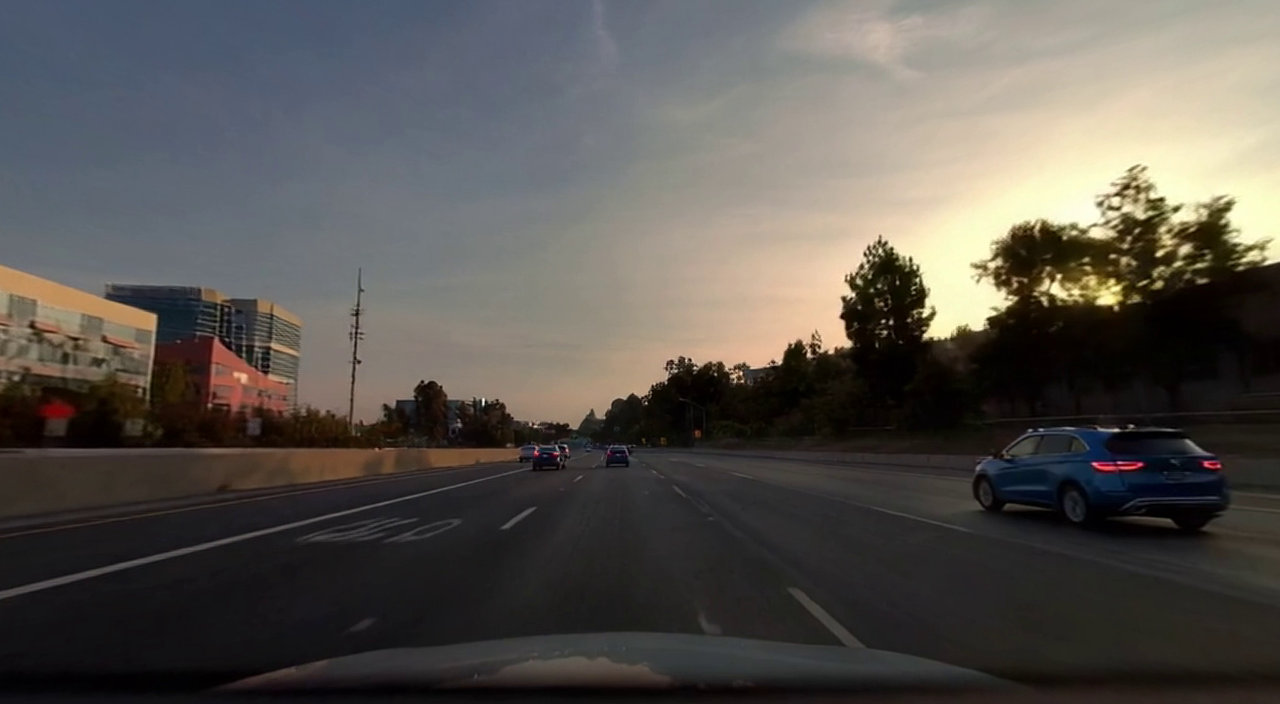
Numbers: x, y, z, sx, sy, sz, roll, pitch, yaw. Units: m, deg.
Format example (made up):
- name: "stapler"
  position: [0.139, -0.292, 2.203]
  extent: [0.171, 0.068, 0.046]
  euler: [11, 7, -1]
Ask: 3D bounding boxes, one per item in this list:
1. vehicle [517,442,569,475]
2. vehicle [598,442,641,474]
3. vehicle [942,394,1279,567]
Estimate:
- name: "vehicle"
  position: [-4.689, 5.210, 31.205]
  extent: [1.886, 1.465, 4.625]
  euler: [0, -9, -1]
- name: "vehicle"
  position: [-1.047, 5.342, 31.975]
  extent: [1.997, 1.485, 4.094]
  euler: [0, -9, -2]
- name: "vehicle"
  position: [6.612, 1.698, 9.077]
  extent: [2.028, 1.801, 4.741]
  euler: [0, -9, -2]
